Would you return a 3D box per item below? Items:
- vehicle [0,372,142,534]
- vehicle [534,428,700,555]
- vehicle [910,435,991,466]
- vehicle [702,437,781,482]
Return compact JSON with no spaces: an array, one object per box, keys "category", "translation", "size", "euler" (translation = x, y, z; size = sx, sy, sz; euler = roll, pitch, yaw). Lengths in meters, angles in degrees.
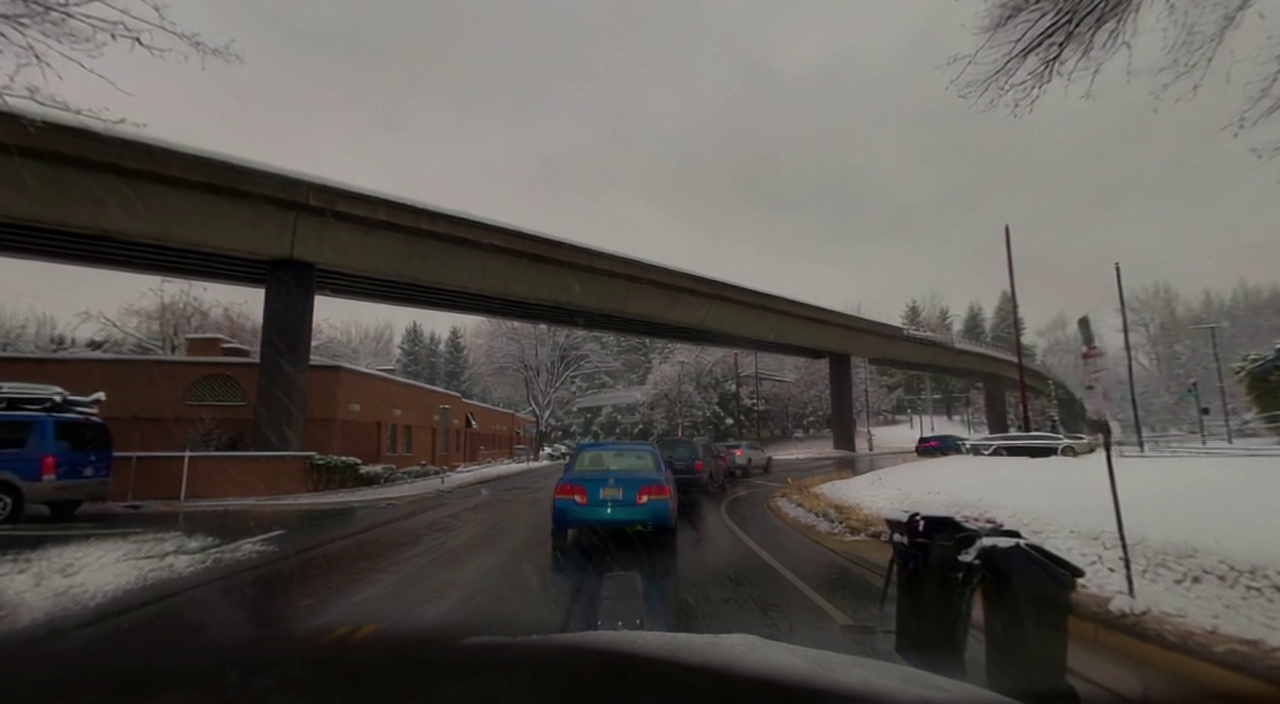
[{"category":"vehicle","translation":[-13.512,1.920,12.228],"size":[5.356,2.762,2.644],"euler":[0,-8,1]},{"category":"vehicle","translation":[-0.213,2.106,10.329],"size":[2.087,1.578,4.652],"euler":[0,-8,2]},{"category":"vehicle","translation":[19.242,6.095,39.188],"size":[4.425,1.828,2.032],"euler":[4,-9,-24]},{"category":"vehicle","translation":[4.456,4.591,27.328],"size":[1.995,1.762,4.310],"euler":[-5,-10,28]}]
